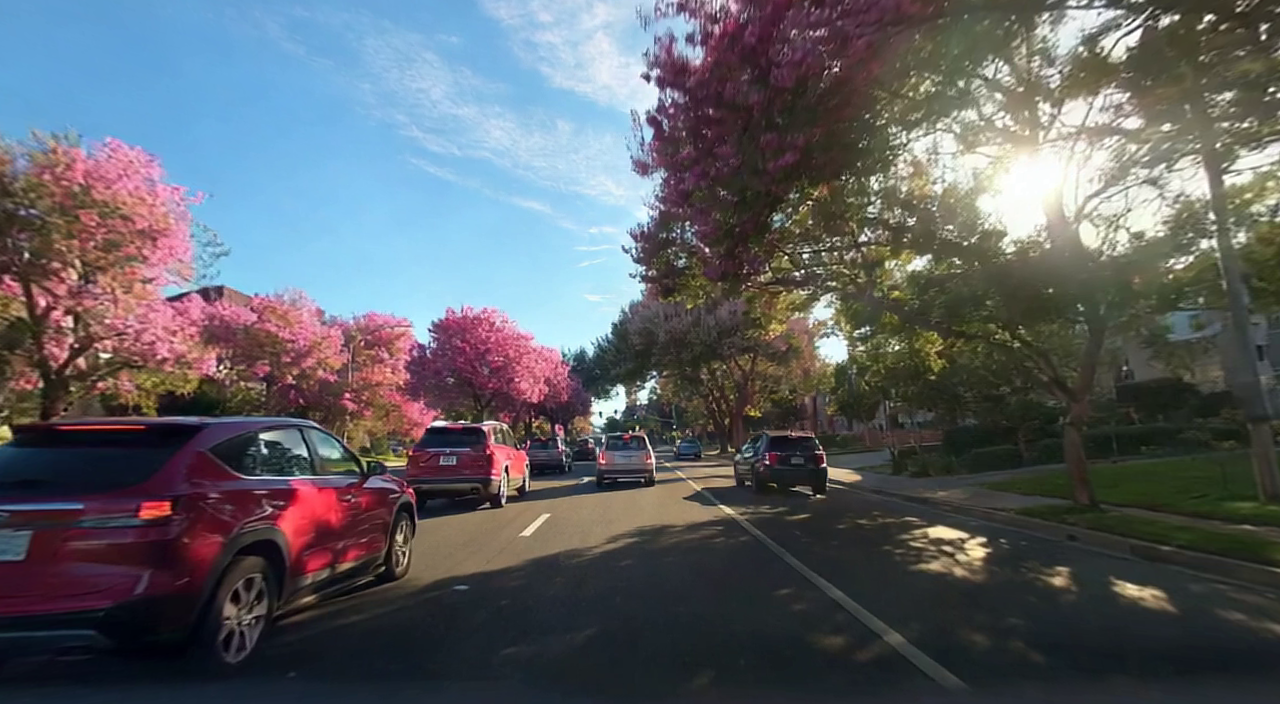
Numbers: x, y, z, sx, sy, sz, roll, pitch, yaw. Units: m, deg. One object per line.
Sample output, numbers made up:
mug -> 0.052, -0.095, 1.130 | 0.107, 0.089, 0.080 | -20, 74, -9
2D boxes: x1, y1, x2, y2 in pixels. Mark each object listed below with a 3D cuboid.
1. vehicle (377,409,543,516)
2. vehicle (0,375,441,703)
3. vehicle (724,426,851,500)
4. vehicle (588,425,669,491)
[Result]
vehicle -> -3.651, 2.375, 13.996 | 2.304, 1.928, 4.833 | 0, -8, -1
vehicle -> -3.138, 1.183, 4.412 | 2.074, 1.566, 4.392 | 0, -8, 0
vehicle -> 3.707, 2.889, 16.887 | 2.188, 1.685, 4.604 | 0, -8, -1
vehicle -> -0.329, 3.051, 18.430 | 2.112, 1.693, 4.058 | 0, -8, -1
